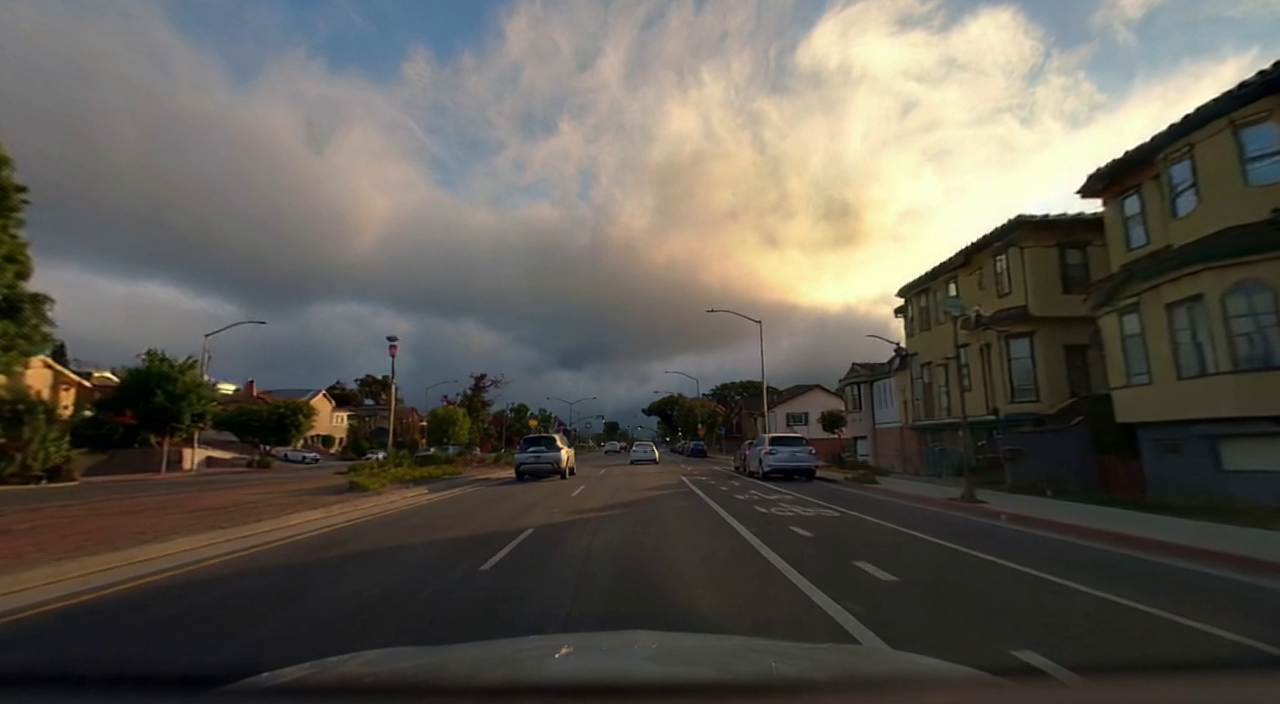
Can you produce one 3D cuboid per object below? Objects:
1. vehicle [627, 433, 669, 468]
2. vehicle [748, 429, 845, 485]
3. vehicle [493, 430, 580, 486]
[{"bbox_3d":[0.452,5.699,36.719,2.273,1.851,5.075,0,-9,0],"label":"vehicle"},{"bbox_3d":[5.773,3.988,24.216,2.217,1.874,5.660,0,-9,0],"label":"vehicle"},{"bbox_3d":[-3.538,3.755,22.547,2.233,1.775,4.491,0,-9,1],"label":"vehicle"}]
